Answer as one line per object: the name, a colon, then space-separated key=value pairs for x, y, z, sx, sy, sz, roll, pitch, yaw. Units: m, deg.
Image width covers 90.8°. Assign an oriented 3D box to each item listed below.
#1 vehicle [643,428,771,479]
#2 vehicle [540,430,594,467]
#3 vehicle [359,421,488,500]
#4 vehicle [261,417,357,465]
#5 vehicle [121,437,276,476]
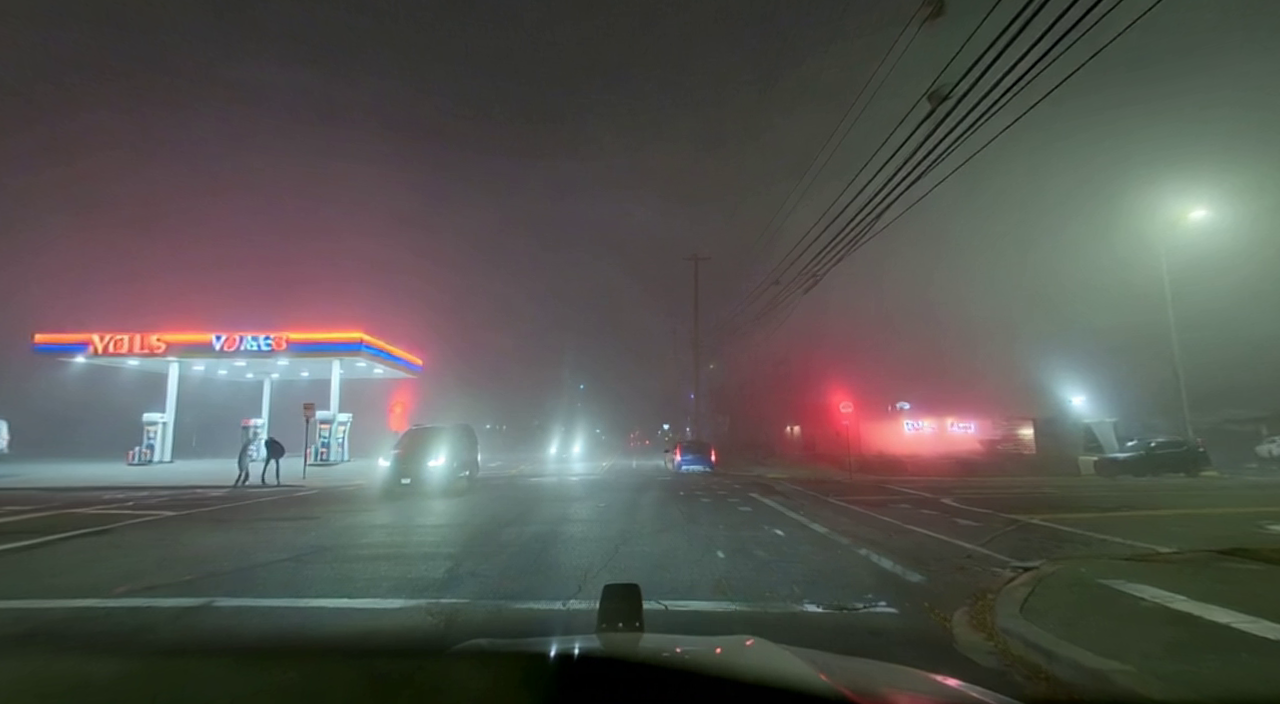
vehicle: x=2.395 y=3.707 z=23.252 sx=4.271 sy=1.663 sz=2.000 roll=-7 pitch=-11 yaw=41
vehicle: x=-3.923 y=5.292 z=34.662 sx=2.274 sy=1.844 sz=4.843 roll=0 pitch=-9 yaw=1
vehicle: x=-5.933 y=3.041 z=18.096 sx=2.222 sy=1.931 sz=4.882 roll=0 pitch=-9 yaw=-3
vehicle: x=-17.166 y=4.675 z=33.089 sx=2.499 sy=2.309 sz=4.613 roll=0 pitch=-9 yaw=-1
vehicle: x=-17.894 y=4.216 z=25.713 sx=5.116 sy=1.487 sz=1.928 roll=-1 pitch=-9 yaw=8
